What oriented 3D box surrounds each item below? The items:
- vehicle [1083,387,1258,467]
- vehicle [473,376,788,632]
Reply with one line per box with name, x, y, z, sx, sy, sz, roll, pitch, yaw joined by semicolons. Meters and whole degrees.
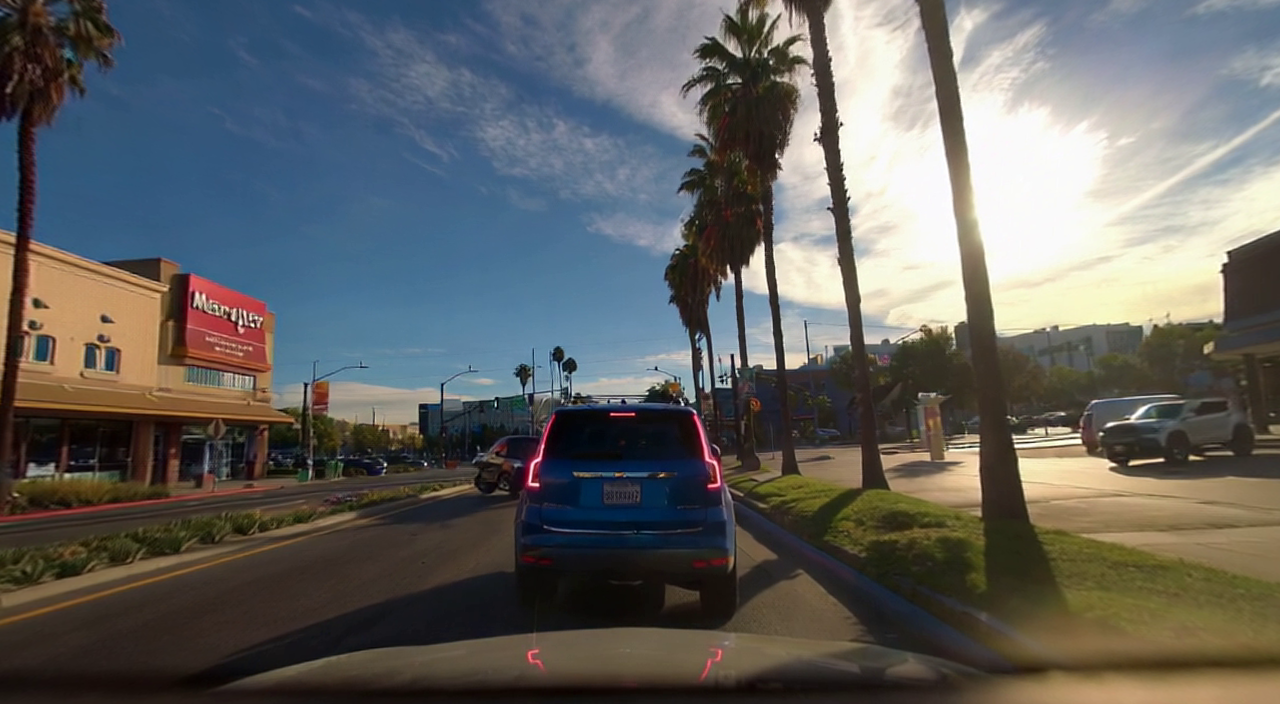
vehicle;16.113;2.347;19.077;6.060;2.047;2.490;6;-11;-36
vehicle;-0.121;1.363;6.530;2.234;1.818;3.869;0;-8;-2
